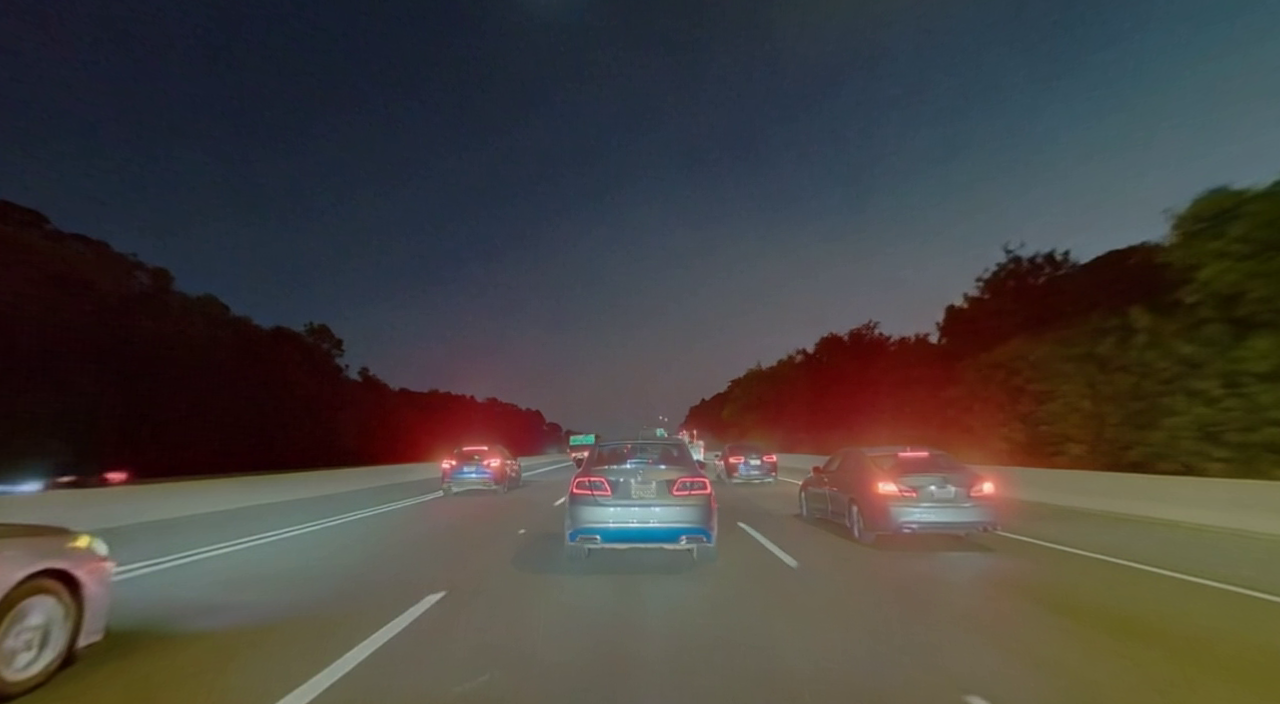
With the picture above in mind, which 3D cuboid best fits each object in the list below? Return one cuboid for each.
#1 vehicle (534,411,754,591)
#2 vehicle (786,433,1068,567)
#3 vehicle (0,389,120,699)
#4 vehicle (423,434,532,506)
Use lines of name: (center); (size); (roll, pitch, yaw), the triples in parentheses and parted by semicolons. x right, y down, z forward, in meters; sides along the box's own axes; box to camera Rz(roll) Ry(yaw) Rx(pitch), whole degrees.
vehicle: (-0.011, 1.715, 7.987); (2.093, 1.695, 3.782); (0, -9, -2)
vehicle: (3.677, 1.976, 9.210); (1.953, 1.434, 4.511); (0, -9, -1)
vehicle: (-4.542, 0.812, 1.918); (2.173, 1.660, 4.373); (0, -9, -1)
vehicle: (-4.251, 3.151, 17.148); (1.890, 1.708, 3.844); (0, -9, 0)
